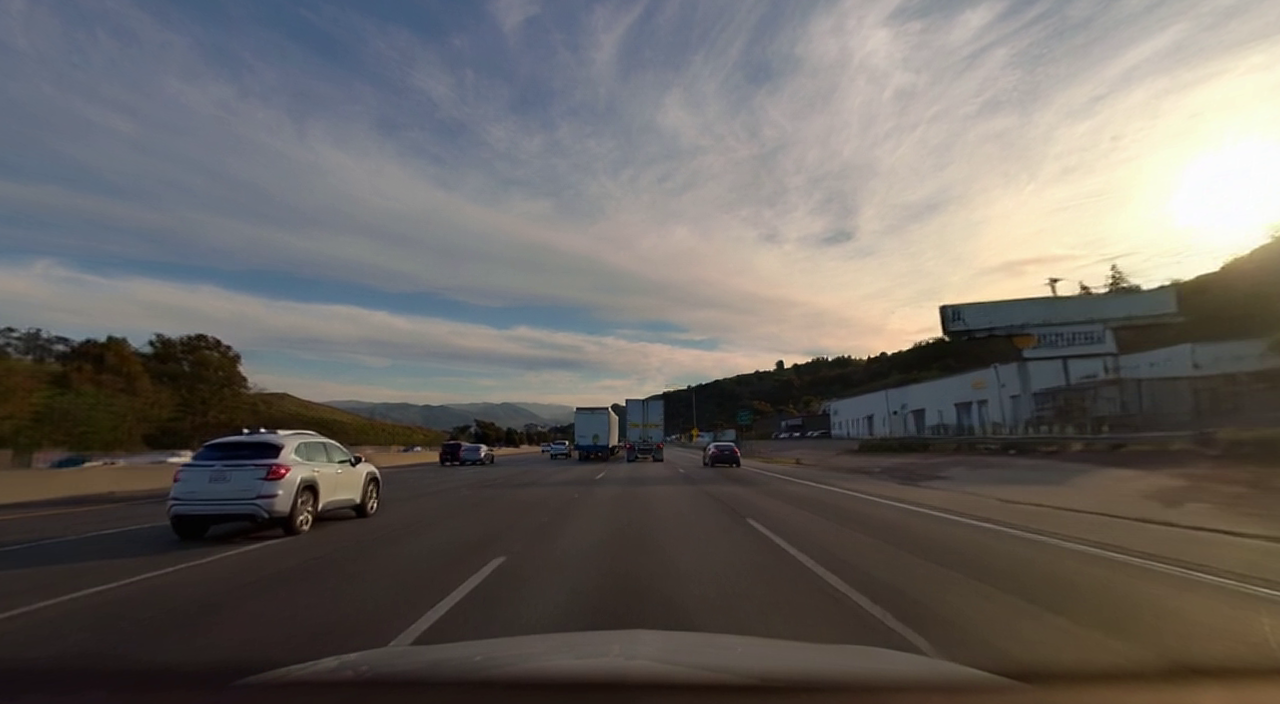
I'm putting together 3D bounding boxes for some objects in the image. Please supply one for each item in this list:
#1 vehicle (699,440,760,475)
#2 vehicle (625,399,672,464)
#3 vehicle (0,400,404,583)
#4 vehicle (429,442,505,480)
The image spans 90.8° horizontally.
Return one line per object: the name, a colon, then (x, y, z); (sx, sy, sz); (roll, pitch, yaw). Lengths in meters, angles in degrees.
vehicle: (3.898, 4.668, 28.112); (2.006, 1.452, 4.246); (0, -9, -1)
vehicle: (0.498, 5.828, 45.374); (2.969, 4.104, 10.906); (0, -9, 0)
vehicle: (-5.142, 1.686, 8.389); (2.122, 1.754, 4.379); (0, -9, 3)
vehicle: (-7.272, 4.606, 27.003); (1.891, 1.460, 4.506); (0, -9, 1)
